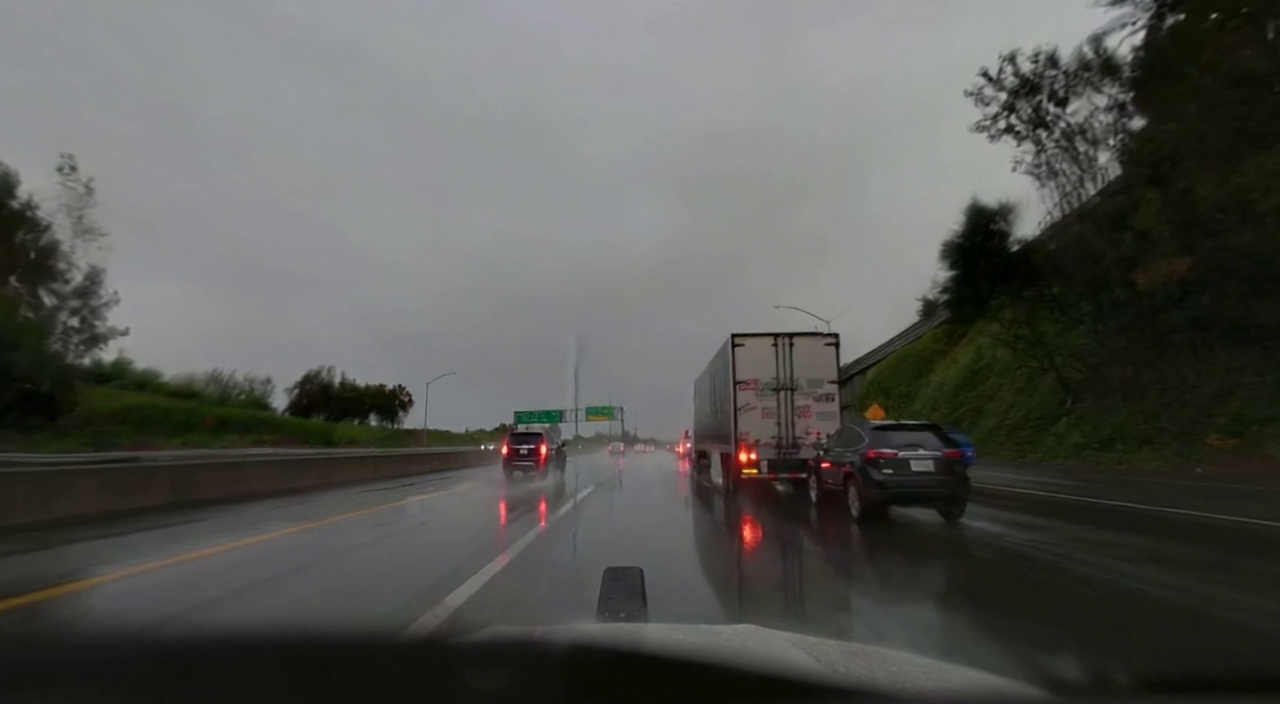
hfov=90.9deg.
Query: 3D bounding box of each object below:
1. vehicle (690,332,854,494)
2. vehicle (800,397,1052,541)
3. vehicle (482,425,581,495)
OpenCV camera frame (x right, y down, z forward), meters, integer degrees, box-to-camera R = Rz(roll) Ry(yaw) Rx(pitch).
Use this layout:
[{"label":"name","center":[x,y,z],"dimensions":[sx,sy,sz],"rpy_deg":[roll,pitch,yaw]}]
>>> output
[{"label":"vehicle","center":[4.013,2.731,24.173],"dimensions":[2.903,4.190,15.630],"rpy_deg":[0,-9,0]},{"label":"vehicle","center":[4.017,1.738,9.802],"dimensions":[1.984,1.737,4.064],"rpy_deg":[0,-9,0]},{"label":"vehicle","center":[-2.923,3.042,18.053],"dimensions":[2.006,1.741,4.277],"rpy_deg":[-1,-9,1]}]
